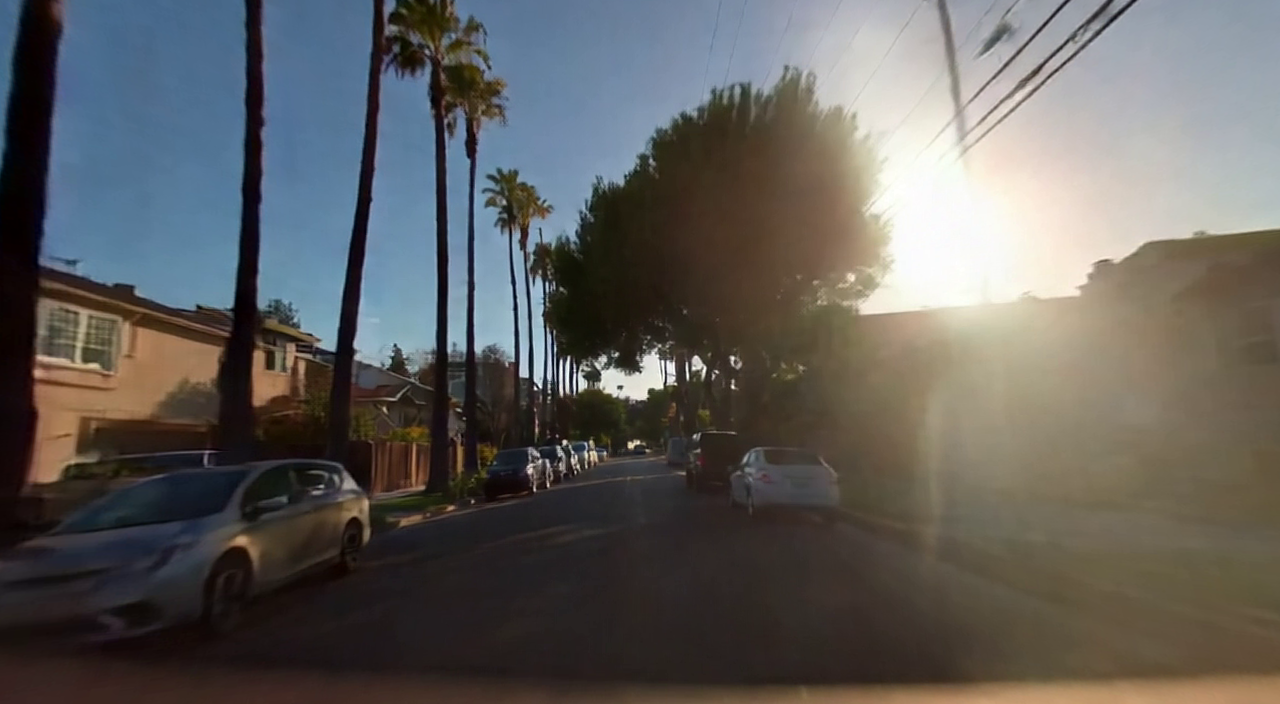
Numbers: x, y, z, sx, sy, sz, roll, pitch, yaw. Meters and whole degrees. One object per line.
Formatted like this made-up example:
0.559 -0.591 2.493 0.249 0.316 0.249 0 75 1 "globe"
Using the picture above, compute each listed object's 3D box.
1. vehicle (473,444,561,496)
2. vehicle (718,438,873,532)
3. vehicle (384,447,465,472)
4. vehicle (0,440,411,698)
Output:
-4.186 4.092 22.331 2.123 1.636 4.481 -1 -9 1 "vehicle"
2.740 2.432 12.133 1.881 1.460 4.007 0 -9 -1 "vehicle"
-13.269 6.612 38.973 4.300 1.489 1.850 -2 -9 12 "vehicle"
-4.120 1.705 6.343 1.814 1.548 4.802 0 -9 0 "vehicle"
